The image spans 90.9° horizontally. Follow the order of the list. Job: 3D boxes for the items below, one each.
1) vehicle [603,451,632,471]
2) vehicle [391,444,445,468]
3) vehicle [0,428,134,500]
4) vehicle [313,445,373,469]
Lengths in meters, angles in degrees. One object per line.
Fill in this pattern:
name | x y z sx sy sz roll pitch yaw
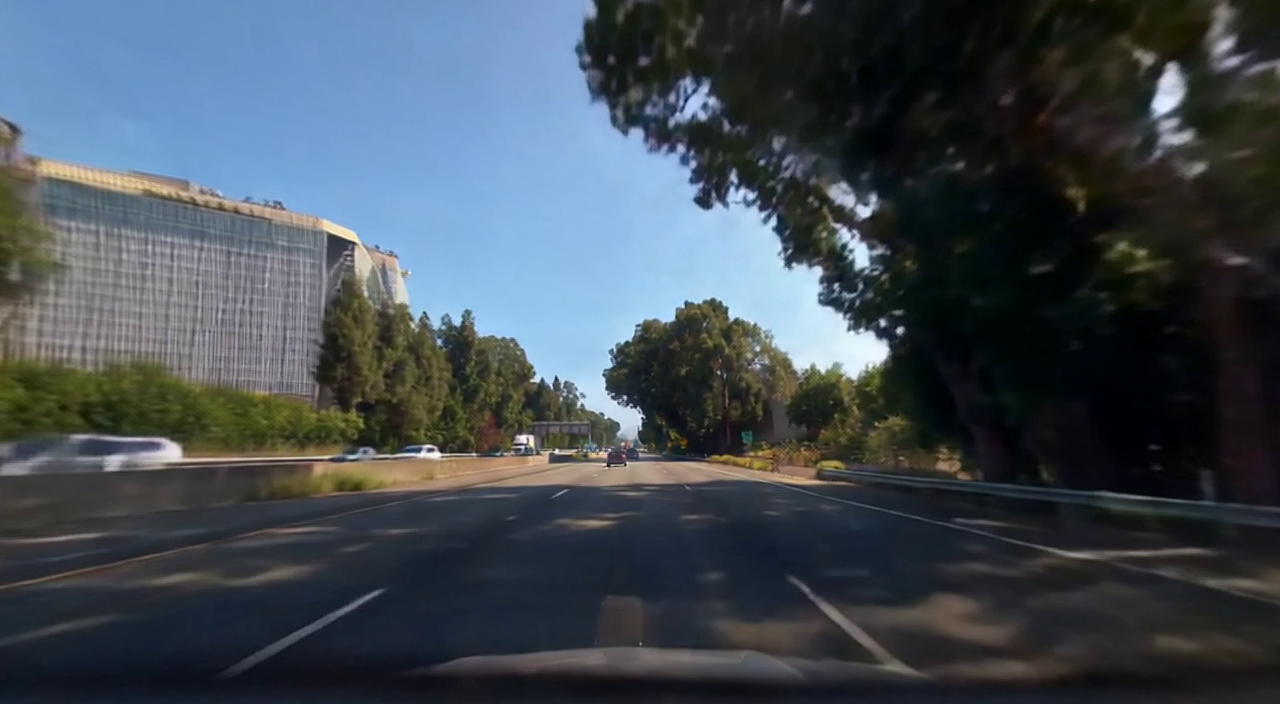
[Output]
vehicle | -1.701 8.329 48.462 2.011 1.468 3.883 0 -9 1
vehicle | -14.531 6.825 41.489 1.870 1.489 4.417 0 -9 1
vehicle | -14.577 2.560 14.567 1.927 1.514 4.550 0 -9 0
vehicle | -18.752 6.665 40.007 1.949 1.442 3.753 0 -9 0
